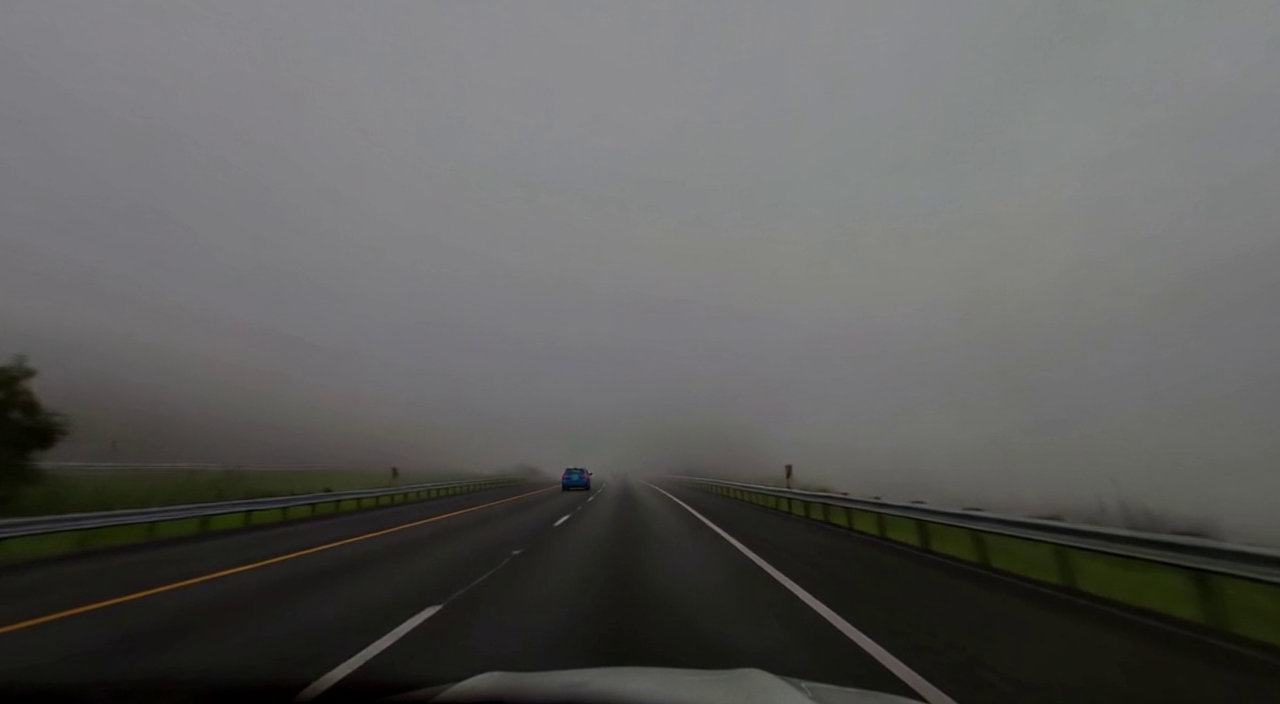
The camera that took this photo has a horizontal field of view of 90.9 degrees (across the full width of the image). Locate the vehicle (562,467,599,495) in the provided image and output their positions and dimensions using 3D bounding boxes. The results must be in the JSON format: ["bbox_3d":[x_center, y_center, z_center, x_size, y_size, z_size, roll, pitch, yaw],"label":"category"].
[{"bbox_3d":[-3.520,7.734,38.073,1.967,1.556,4.364,1,-11,-2],"label":"vehicle"}]
